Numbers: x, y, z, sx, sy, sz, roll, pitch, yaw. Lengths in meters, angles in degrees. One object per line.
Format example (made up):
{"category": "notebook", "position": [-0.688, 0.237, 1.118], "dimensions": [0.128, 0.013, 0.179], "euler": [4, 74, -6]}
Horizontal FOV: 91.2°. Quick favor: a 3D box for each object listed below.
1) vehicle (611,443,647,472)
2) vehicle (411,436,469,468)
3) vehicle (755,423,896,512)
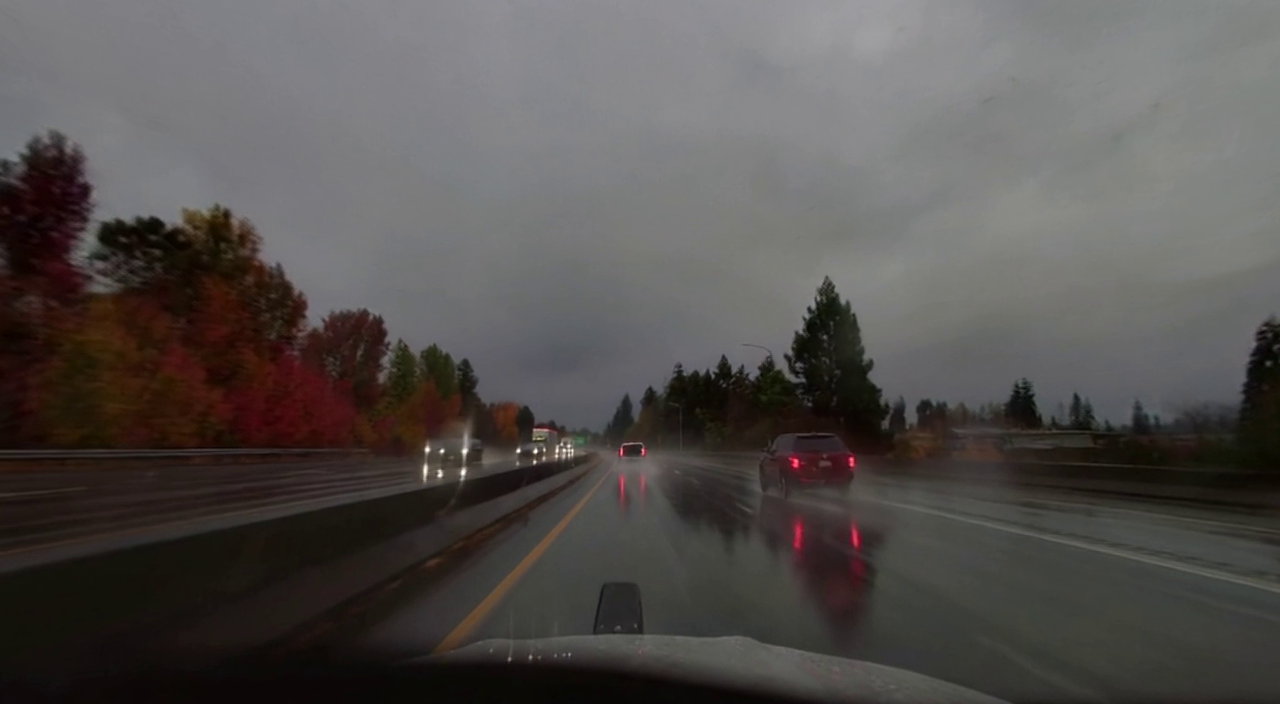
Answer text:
{"category": "vehicle", "position": [-0.680, 6.691, 40.012], "dimensions": [2.151, 1.693, 4.201], "euler": [0, -9, -1]}
{"category": "vehicle", "position": [-12.778, 6.448, 40.357], "dimensions": [2.160, 1.890, 4.748], "euler": [-1, -9, 0]}
{"category": "vehicle", "position": [4.136, 2.645, 14.761], "dimensions": [1.982, 1.745, 4.151], "euler": [0, -9, -1]}
